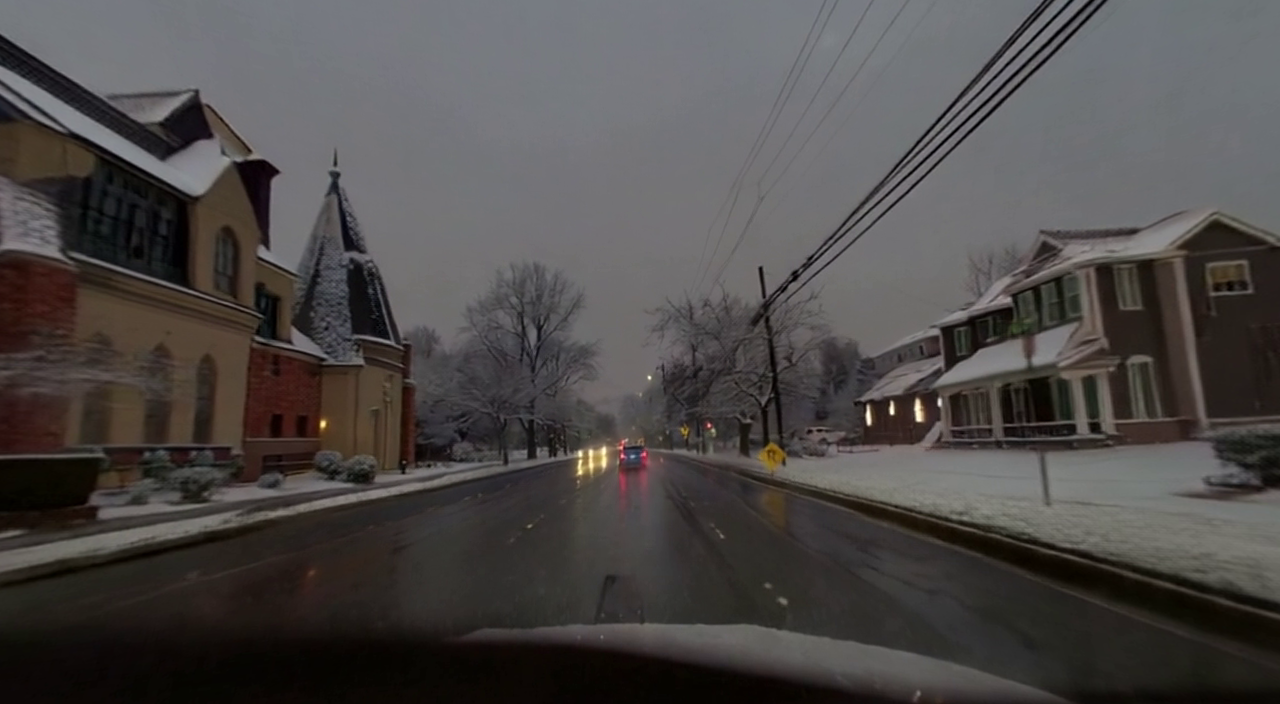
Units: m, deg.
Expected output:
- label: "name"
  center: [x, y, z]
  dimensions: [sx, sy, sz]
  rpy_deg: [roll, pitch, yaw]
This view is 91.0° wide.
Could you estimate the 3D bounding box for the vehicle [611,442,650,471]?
- label: "vehicle"
  center: [-0.554, 5.937, 36.100]
  dimensions: [2.093, 1.497, 4.010]
  rpy_deg: [-1, -8, -1]
